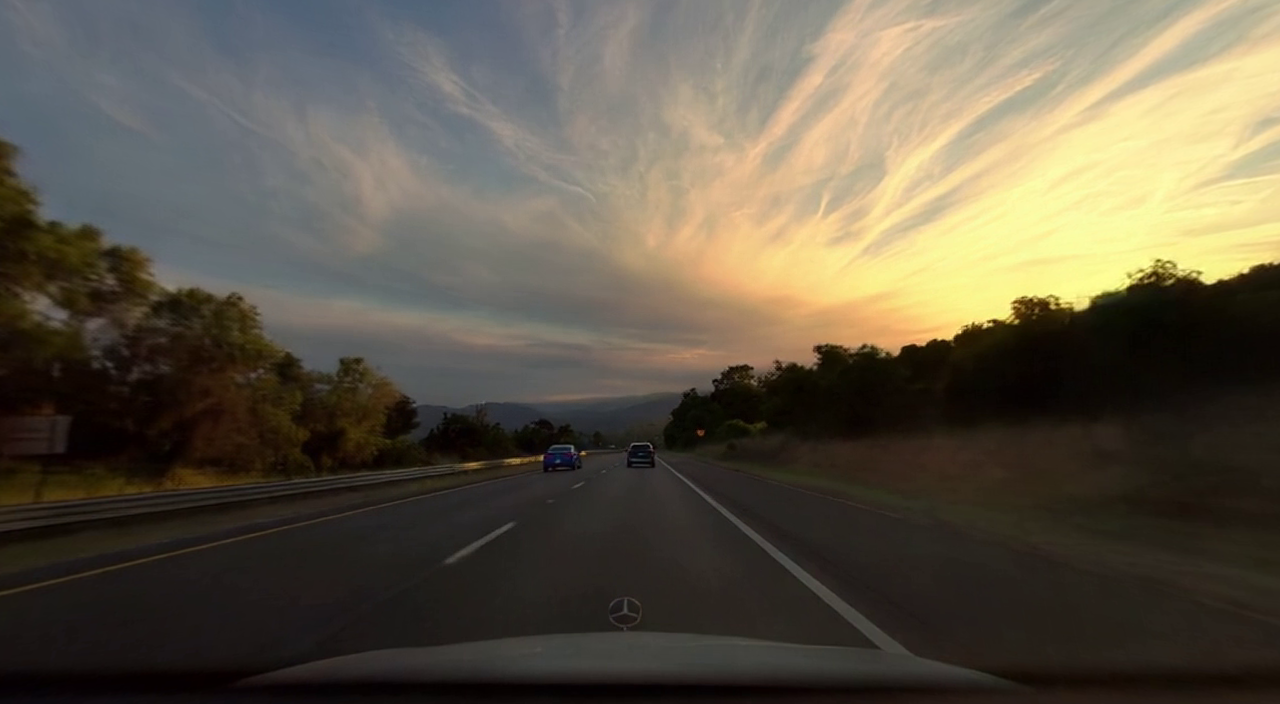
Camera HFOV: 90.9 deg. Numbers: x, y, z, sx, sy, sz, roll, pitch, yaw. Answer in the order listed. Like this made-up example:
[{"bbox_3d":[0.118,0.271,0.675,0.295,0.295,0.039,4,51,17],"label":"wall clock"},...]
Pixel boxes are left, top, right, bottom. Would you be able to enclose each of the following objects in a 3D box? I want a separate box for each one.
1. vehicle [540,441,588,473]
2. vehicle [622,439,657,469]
[{"bbox_3d":[-4.200,5.888,35.406,2.113,1.656,4.215,0,-9,0],"label":"vehicle"},{"bbox_3d":[-0.035,6.514,40.252,2.126,1.786,3.958,0,-9,0],"label":"vehicle"}]
